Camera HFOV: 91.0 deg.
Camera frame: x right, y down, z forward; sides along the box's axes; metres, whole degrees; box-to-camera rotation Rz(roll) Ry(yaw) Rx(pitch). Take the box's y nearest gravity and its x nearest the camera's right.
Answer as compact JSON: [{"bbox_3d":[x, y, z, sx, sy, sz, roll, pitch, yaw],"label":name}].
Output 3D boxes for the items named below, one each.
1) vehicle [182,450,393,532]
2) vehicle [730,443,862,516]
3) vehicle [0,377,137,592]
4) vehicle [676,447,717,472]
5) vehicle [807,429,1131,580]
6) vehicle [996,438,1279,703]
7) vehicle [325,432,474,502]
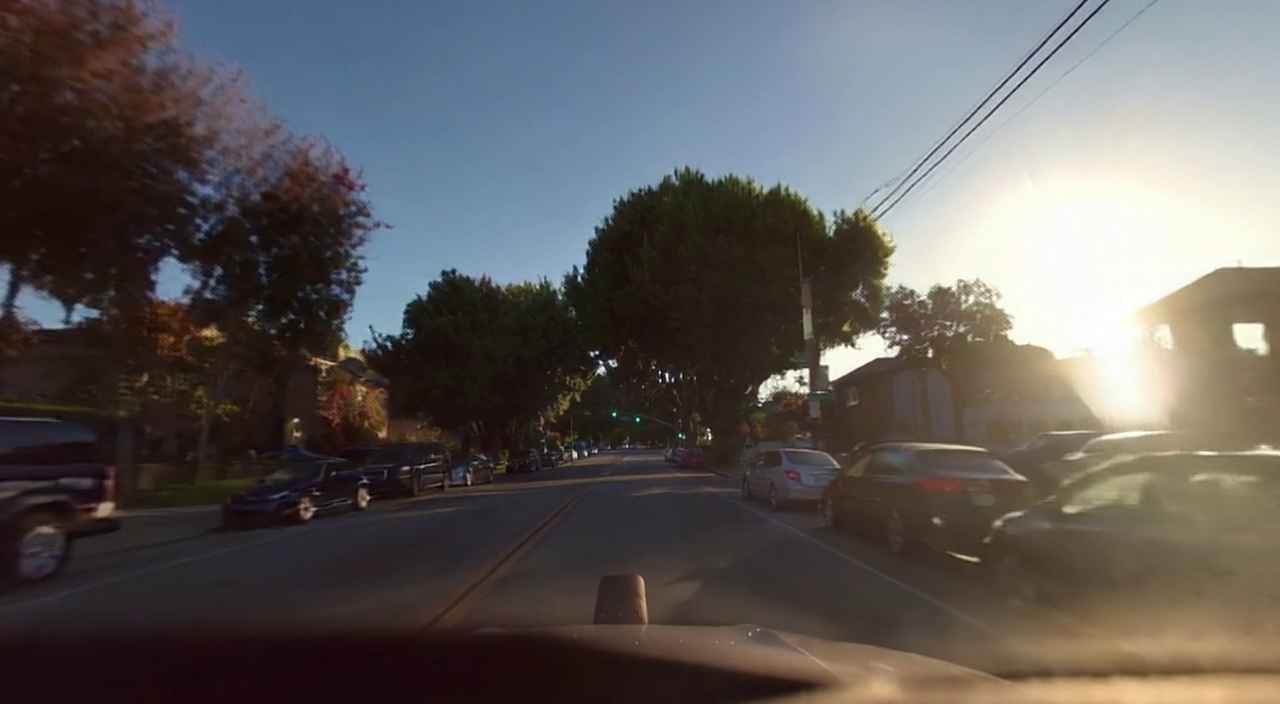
[{"bbox_3d":[-7.568,2.995,14.254,2.057,1.486,4.759,0,-9,0],"label":"vehicle"},{"bbox_3d":[3.525,2.962,15.231,2.033,1.467,4.471,0,-9,0],"label":"vehicle"},{"bbox_3d":[-7.577,1.208,5.413,2.146,2.167,5.339,0,-9,-2],"label":"vehicle"},{"bbox_3d":[3.460,6.734,39.602,2.005,1.466,4.767,0,-9,-1],"label":"vehicle"},{"bbox_3d":[4.055,1.929,8.942,1.854,1.537,4.759,0,-9,-3],"label":"vehicle"},{"bbox_3d":[4.032,1.137,3.013,2.090,1.435,4.376,0,-9,0],"label":"vehicle"},{"bbox_3d":[-7.622,3.709,20.873,2.613,1.959,5.843,0,-9,0],"label":"vehicle"}]
